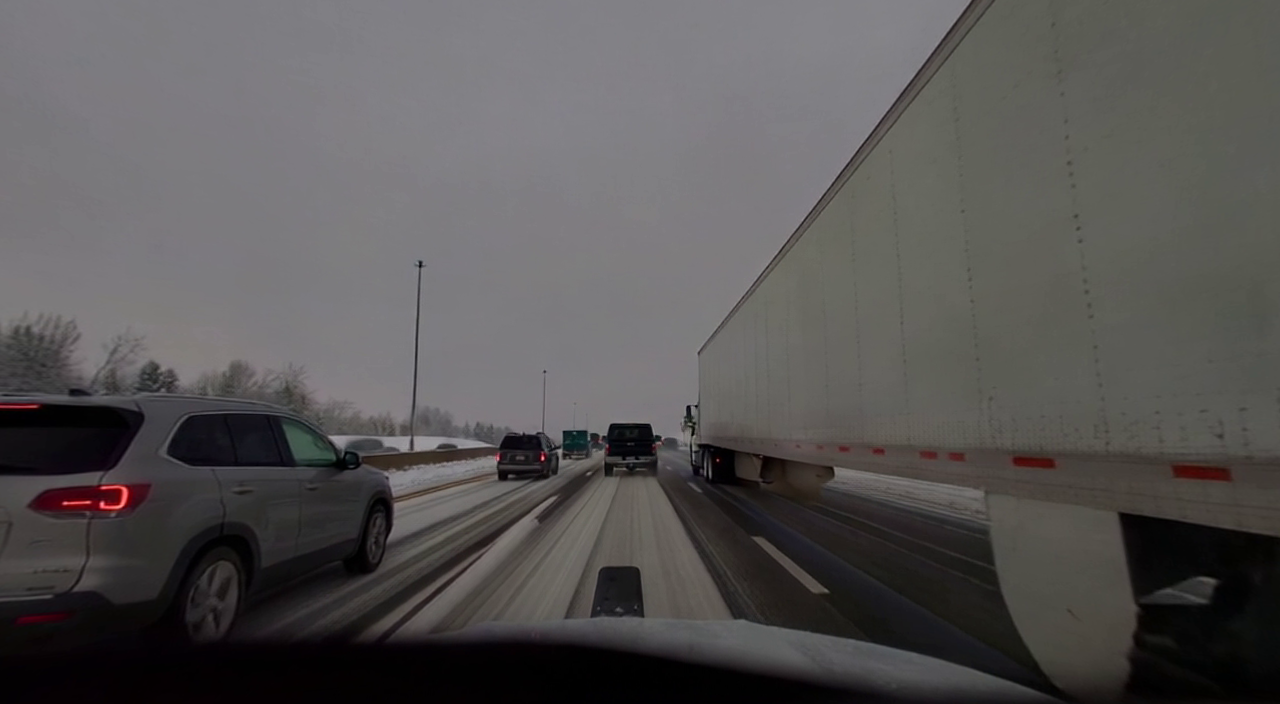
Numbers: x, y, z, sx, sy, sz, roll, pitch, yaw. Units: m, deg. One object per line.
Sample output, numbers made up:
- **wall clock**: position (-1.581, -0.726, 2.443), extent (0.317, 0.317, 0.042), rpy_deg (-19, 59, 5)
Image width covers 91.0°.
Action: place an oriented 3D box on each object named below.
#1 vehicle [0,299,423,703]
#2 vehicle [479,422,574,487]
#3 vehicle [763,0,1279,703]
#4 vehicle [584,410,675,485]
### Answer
- **vehicle**: position (-3.438, 1.001, 4.215), extent (2.193, 1.803, 4.958), rpy_deg (0, -8, 0)
- **vehicle**: position (-3.478, 3.262, 20.276), extent (2.120, 1.812, 4.659), rpy_deg (0, -8, 1)
- **vehicle**: position (3.634, -0.280, 3.076), extent (2.852, 4.121, 16.210), rpy_deg (0, -8, 0)
- **vehicle**: position (-0.340, 3.259, 21.675), extent (2.704, 2.216, 5.804), rpy_deg (0, -8, 0)
